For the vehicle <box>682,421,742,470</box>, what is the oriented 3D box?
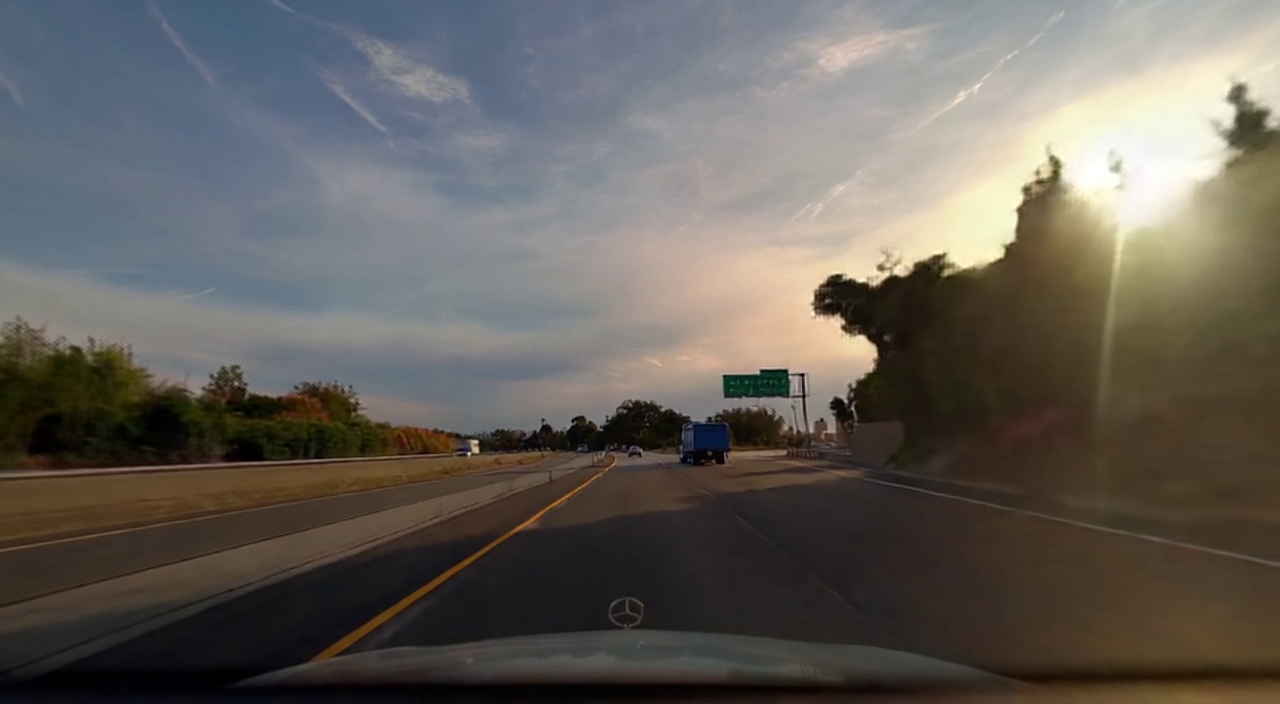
[{"bbox_3d":[3.945,5.304,35.708,2.430,2.495,6.062,0,-8,-2],"label":"vehicle"}]
